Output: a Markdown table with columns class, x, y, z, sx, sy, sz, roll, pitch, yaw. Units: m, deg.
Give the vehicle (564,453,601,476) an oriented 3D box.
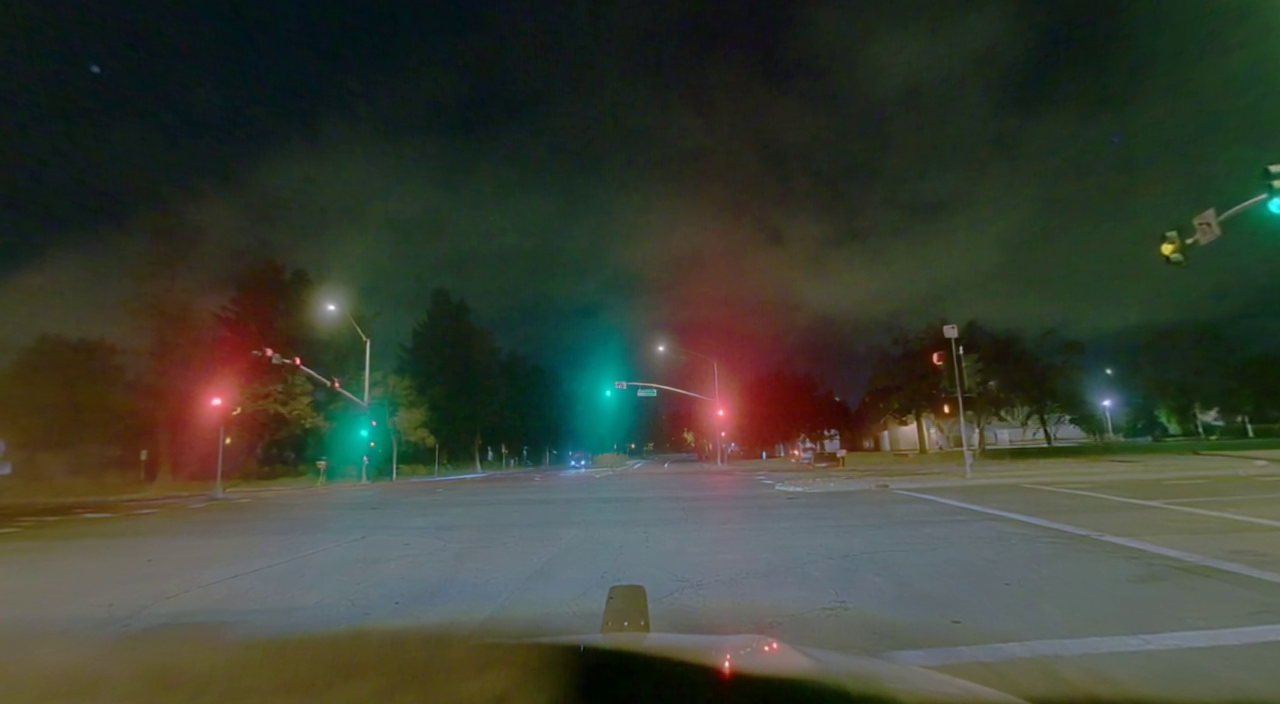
| class | x | y | z | sx | sy | sz | roll | pitch | yaw |
| --- | --- | --- | --- | --- | --- | --- | --- | --- | --- |
| vehicle | -4.476 | 8.849 | 49.835 | 2.030 | 1.704 | 4.205 | -1 | -8 | 7 |
